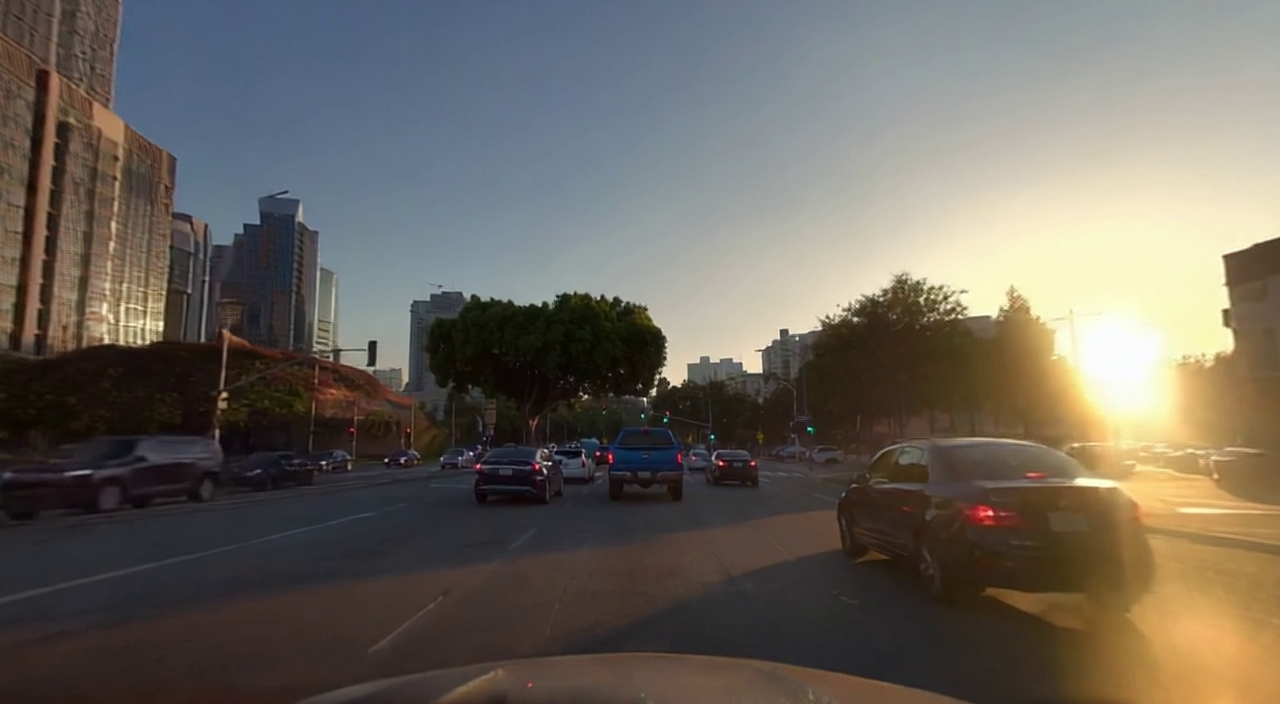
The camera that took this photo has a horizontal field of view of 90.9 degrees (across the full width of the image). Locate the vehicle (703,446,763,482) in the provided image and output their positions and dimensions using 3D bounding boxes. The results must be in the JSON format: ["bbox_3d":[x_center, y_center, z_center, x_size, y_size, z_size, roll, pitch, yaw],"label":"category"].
[{"bbox_3d":[4.054,4.975,28.301,1.968,1.472,4.456,0,-8,0],"label":"vehicle"}]

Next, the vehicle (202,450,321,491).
[{"bbox_3d":[-15.101,4.714,25.501,1.897,1.461,4.602,0,-8,1],"label":"vehicle"}]

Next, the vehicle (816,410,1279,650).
[{"bbox_3d":[3.378,1.525,6.461,1.955,1.628,4.152,0,-8,0],"label":"vehicle"}]

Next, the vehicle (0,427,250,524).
[{"bbox_3d":[-11.742,2.732,14.589,2.150,1.838,4.981,0,-8,1],"label":"vehicle"}]

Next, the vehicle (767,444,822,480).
[{"bbox_3d":[8.725,6.225,35.994,2.126,1.820,4.521,2,-8,2],"label":"vehicle"}]

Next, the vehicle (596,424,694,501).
[{"bbox_3d":[0.111,3.185,18.558,2.493,1.934,4.957,0,-8,0],"label":"vehicle"}]

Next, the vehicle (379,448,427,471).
[{"bbox_3d":[-18.450,8.391,49.355,2.025,1.625,4.527,0,-8,0],"label":"vehicle"}]

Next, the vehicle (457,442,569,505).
[{"bbox_3d":[-3.239,3.179,17.041,1.986,1.465,4.509,0,-8,2],"label":"vehicle"}]
